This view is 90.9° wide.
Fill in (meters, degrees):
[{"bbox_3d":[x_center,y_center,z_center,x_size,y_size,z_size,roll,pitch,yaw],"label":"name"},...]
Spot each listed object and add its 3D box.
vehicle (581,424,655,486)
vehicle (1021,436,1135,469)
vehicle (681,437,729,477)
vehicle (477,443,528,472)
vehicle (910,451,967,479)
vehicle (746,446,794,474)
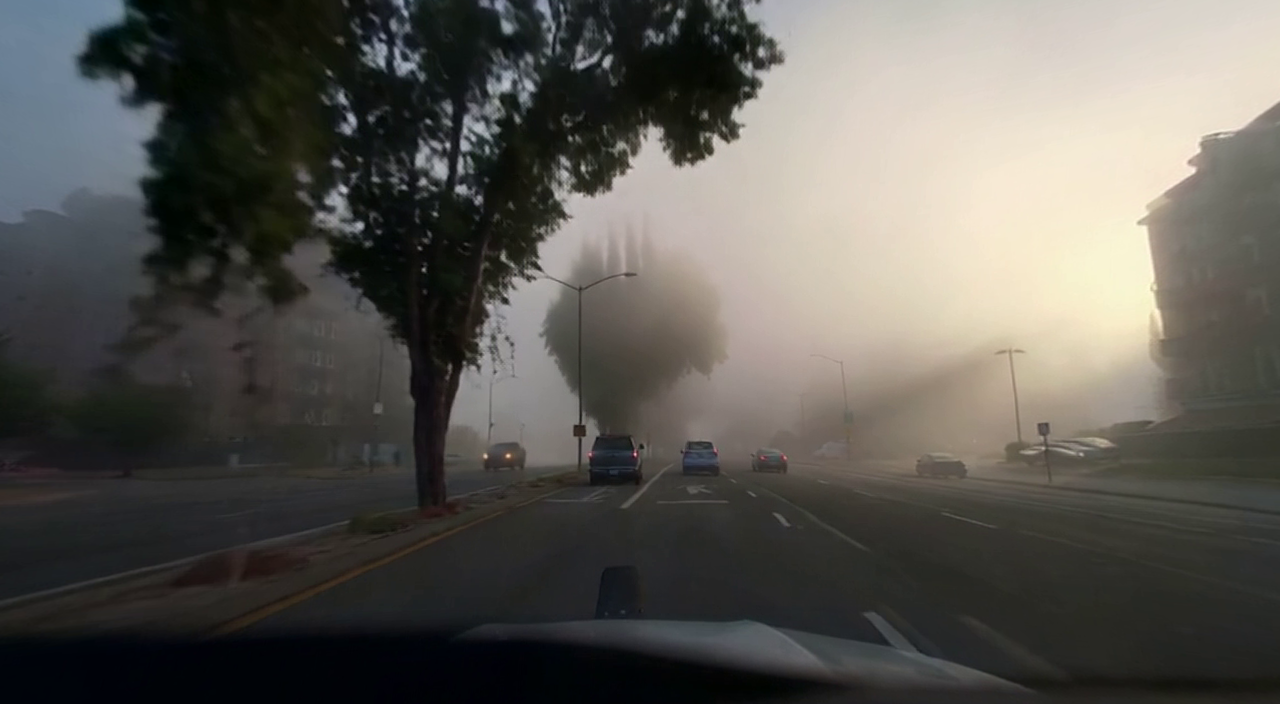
[{"bbox_3d":[-0.726,3.999,24.697,2.396,2.143,4.824,-1,-9,4],"label":"vehicle"},{"bbox_3d":[26.344,6.071,38.126,5.050,1.756,2.206,-3,-10,6],"label":"vehicle"},{"bbox_3d":[3.230,5.284,31.959,2.222,1.841,4.031,-1,-9,4],"label":"vehicle"},{"bbox_3d":[-8.806,6.786,40.808,2.098,1.760,4.654,0,-9,3],"label":"vehicle"},{"bbox_3d":[17.227,6.501,36.570,1.706,1.474,3.761,-1,-9,5],"label":"vehicle"},{"bbox_3d":[7.541,6.296,37.003,2.075,1.486,4.316,0,-9,3],"label":"vehicle"}]
